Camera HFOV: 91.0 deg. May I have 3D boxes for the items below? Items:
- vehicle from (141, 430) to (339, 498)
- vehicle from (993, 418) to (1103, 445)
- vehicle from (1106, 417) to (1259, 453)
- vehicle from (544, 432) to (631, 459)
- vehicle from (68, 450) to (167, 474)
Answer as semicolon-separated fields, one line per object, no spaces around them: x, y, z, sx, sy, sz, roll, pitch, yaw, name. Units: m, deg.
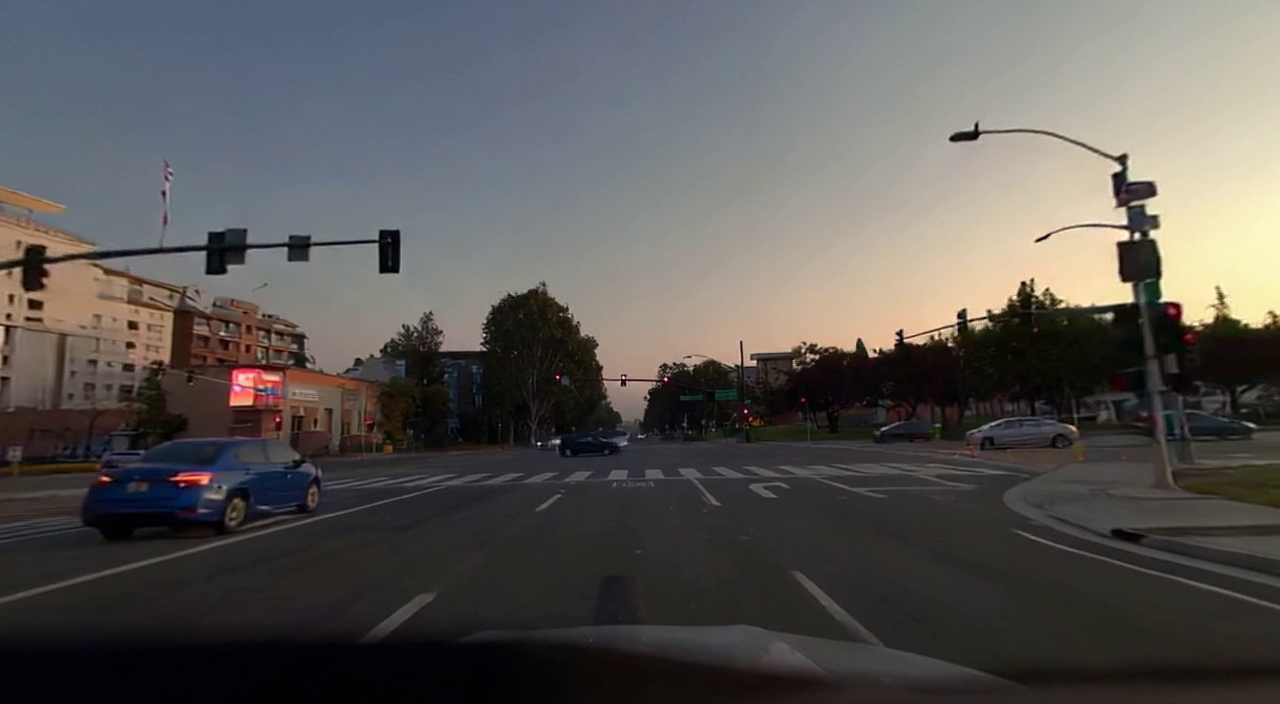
-9.862;2.797;16.148;1.899;1.460;4.880;0;-8;0;vehicle
22.278;4.385;34.516;4.647;1.428;1.825;-1;-8;4;vehicle
23.844;3.681;27.797;4.885;1.503;1.845;-1;-8;3;vehicle
-2.970;5.419;36.408;4.775;1.466;1.850;-1;-8;5;vehicle
-34.280;7.219;41.360;4.805;1.494;2.112;-1;-8;5;vehicle
